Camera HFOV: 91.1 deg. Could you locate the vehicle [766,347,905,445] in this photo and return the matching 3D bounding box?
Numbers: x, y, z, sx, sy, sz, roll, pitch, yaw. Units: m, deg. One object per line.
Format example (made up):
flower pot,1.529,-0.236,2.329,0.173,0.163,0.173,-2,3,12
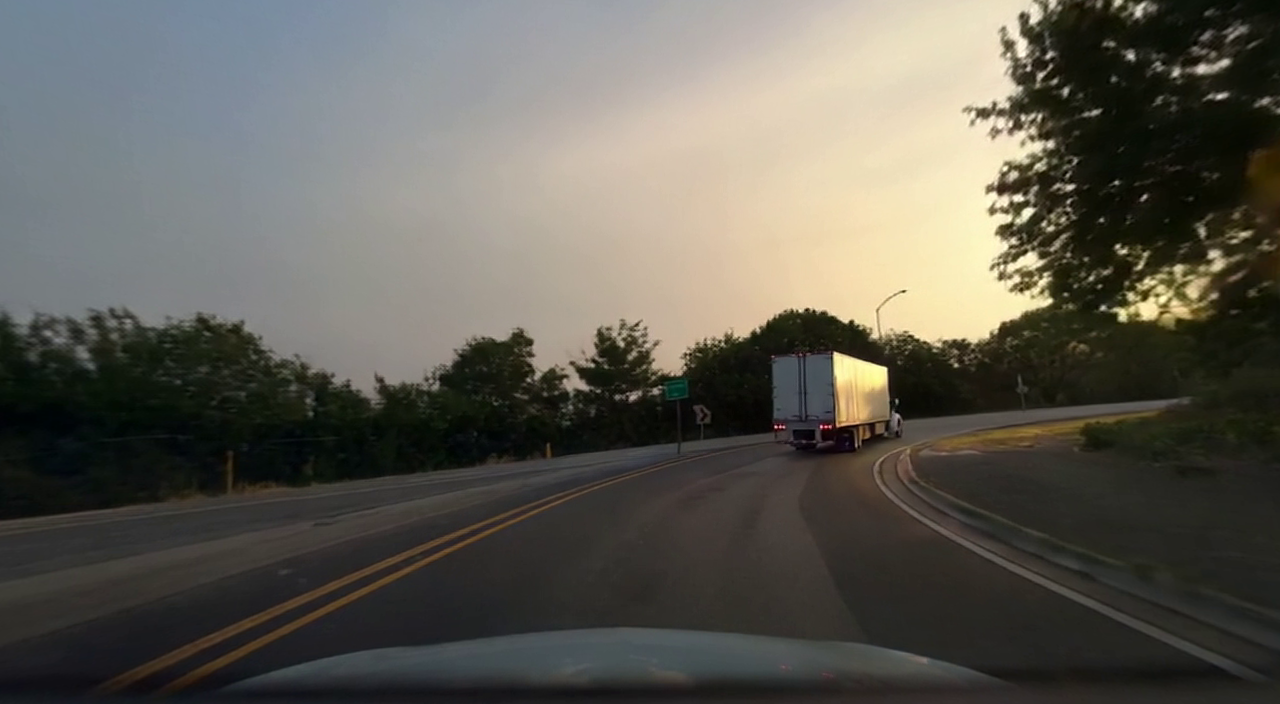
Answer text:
vehicle,9.366,2.362,28.967,2.837,3.712,10.484,-6,-10,35
